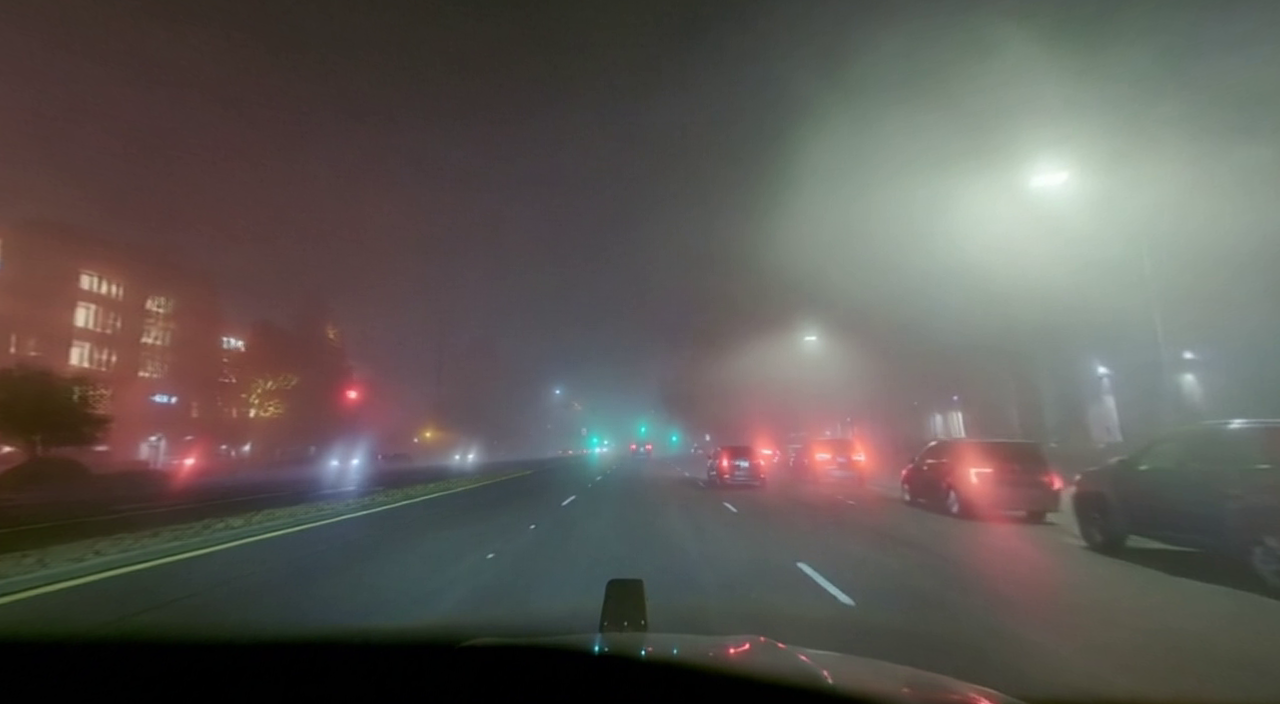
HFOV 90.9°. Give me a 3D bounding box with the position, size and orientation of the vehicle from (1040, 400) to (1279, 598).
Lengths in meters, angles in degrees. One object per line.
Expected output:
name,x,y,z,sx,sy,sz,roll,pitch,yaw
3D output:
vehicle,6.763,1.451,6.563,2.023,1.758,4.795,0,-8,0

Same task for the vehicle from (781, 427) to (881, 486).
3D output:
vehicle,6.838,3.810,23.265,2.215,1.909,4.875,0,-8,1

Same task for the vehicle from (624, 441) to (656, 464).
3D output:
vehicle,0.038,6.895,43.217,2.101,1.480,3.929,-1,-8,2

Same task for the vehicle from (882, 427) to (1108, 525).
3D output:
vehicle,6.849,2.421,12.853,2.072,1.631,4.246,0,-8,-1

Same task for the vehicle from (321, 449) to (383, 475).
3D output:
vehicle,-18.693,7.142,41.157,1.864,1.458,4.598,-4,-8,1

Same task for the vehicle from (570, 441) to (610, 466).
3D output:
vehicle,-3.085,6.406,39.800,2.082,1.467,4.379,0,-8,1

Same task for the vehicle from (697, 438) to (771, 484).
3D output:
vehicle,3.285,3.924,22.942,1.990,1.486,4.431,0,-8,0
